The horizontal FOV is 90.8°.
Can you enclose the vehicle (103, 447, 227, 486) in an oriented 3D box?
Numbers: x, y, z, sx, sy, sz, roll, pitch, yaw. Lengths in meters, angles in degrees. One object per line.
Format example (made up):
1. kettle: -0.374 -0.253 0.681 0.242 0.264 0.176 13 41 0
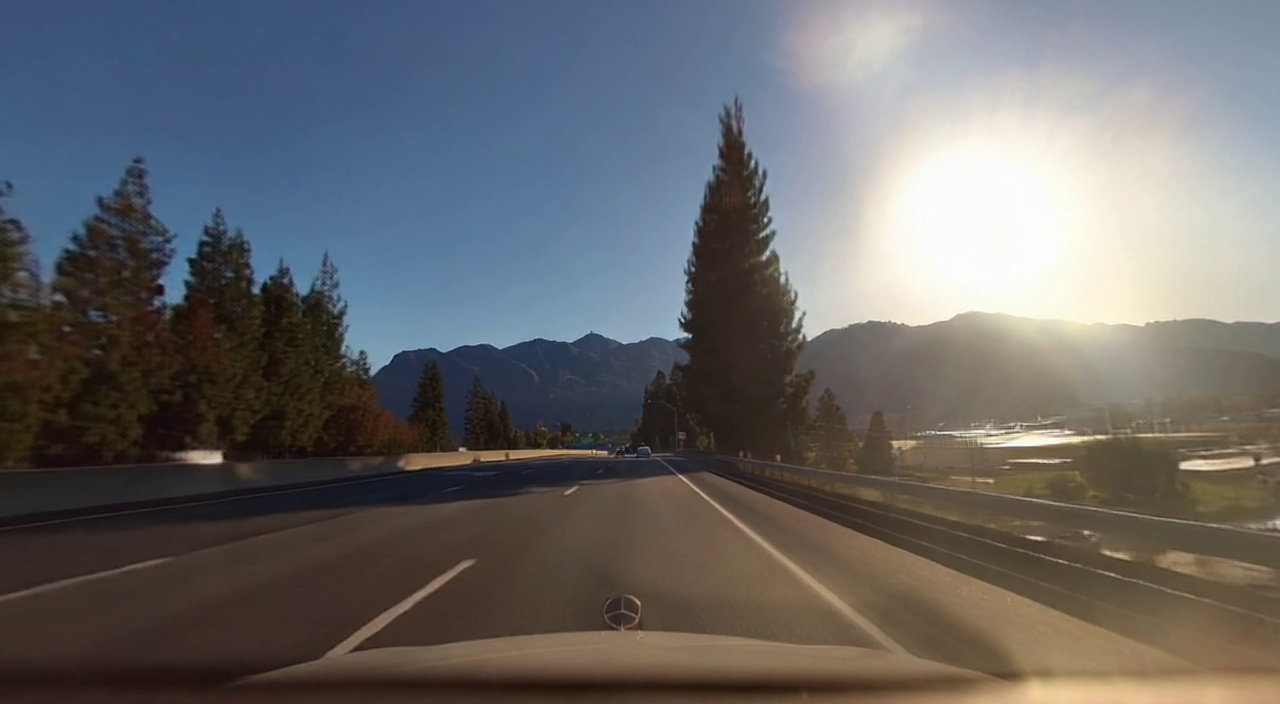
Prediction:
1. vehicle: -21.119 5.077 28.394 1.887 1.569 4.664 0 -9 1
